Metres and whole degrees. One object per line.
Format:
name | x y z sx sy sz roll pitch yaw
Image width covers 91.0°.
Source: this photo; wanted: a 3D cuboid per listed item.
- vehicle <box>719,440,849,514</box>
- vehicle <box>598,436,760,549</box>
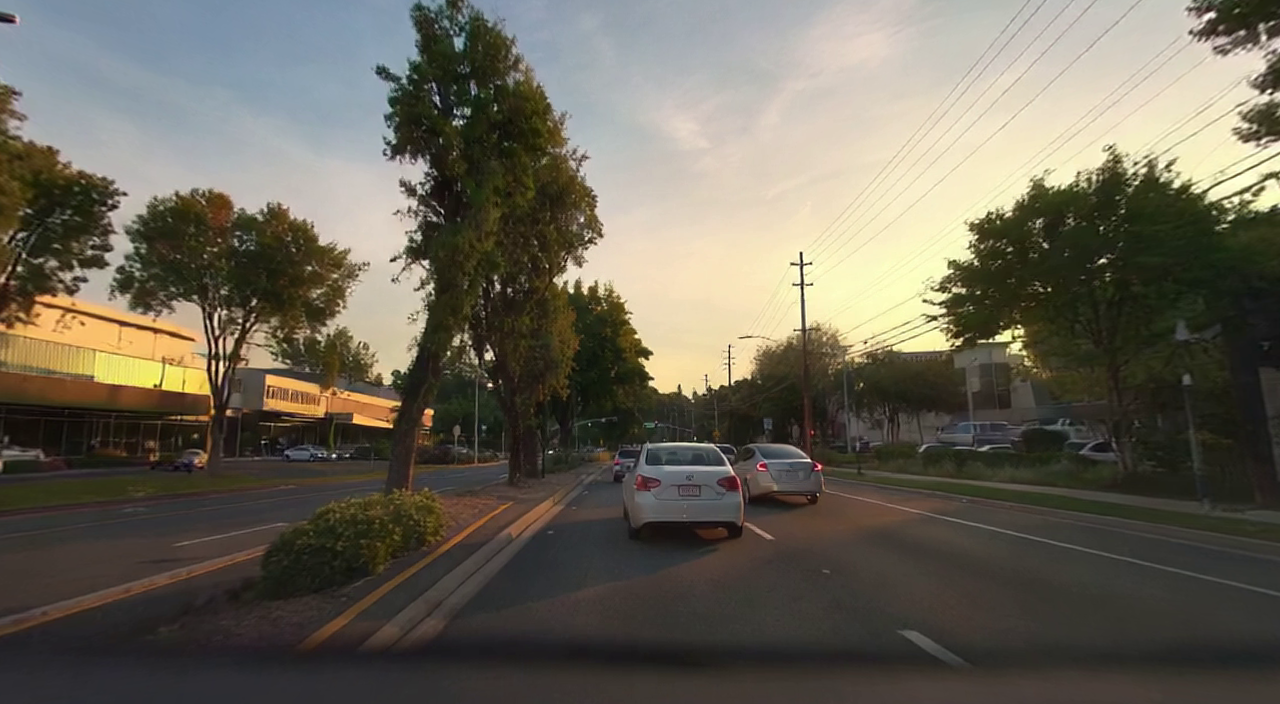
vehicle | 3.188 2.844 14.852 1.985 1.489 4.036 0 -8 -2
vehicle | 0.453 2.173 10.429 2.144 1.473 4.028 0 -8 -2
